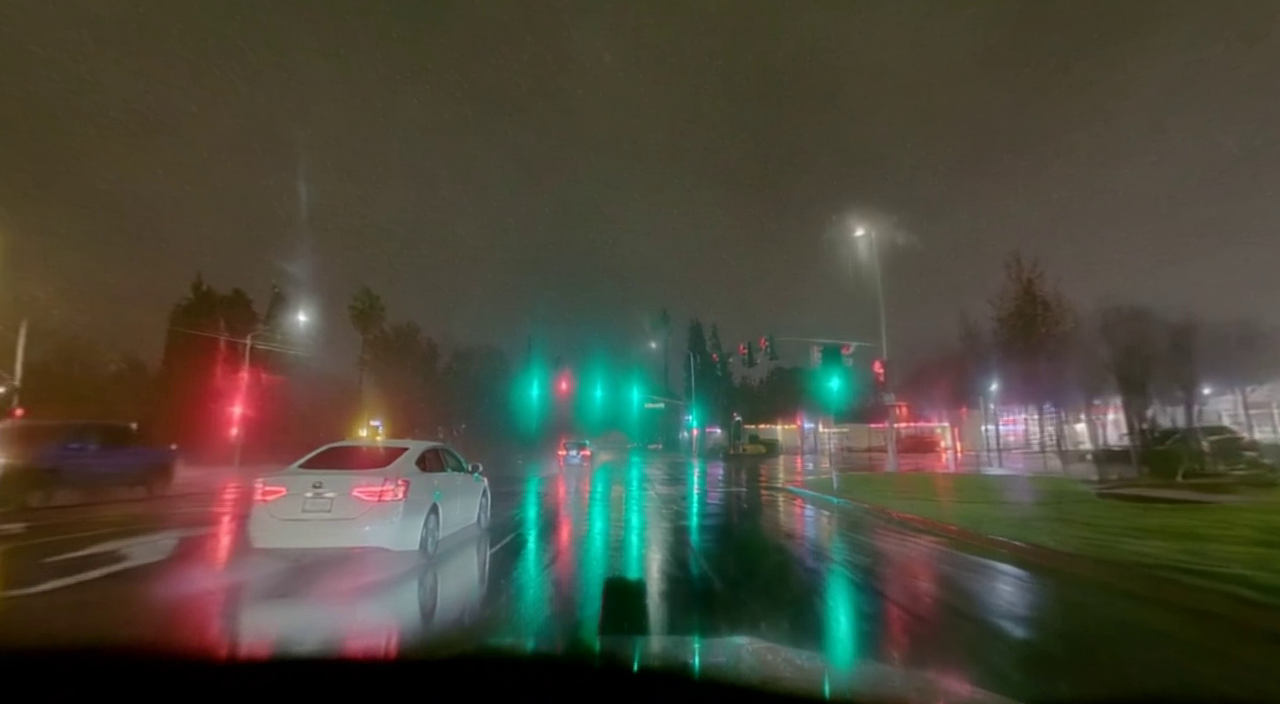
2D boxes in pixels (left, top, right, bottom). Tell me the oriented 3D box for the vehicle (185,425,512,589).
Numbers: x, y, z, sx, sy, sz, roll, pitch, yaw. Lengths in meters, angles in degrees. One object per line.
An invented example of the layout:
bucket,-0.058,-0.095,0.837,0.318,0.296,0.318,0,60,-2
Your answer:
vehicle,-3.123,1.746,8.028,2.018,1.477,4.401,0,-8,1

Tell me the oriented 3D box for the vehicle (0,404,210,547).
vehicle,-9.627,1.904,10.091,2.030,1.906,4.661,0,-8,2

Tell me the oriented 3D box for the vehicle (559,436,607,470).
vehicle,-2.959,5.393,33.719,2.109,1.692,4.220,0,-8,1
